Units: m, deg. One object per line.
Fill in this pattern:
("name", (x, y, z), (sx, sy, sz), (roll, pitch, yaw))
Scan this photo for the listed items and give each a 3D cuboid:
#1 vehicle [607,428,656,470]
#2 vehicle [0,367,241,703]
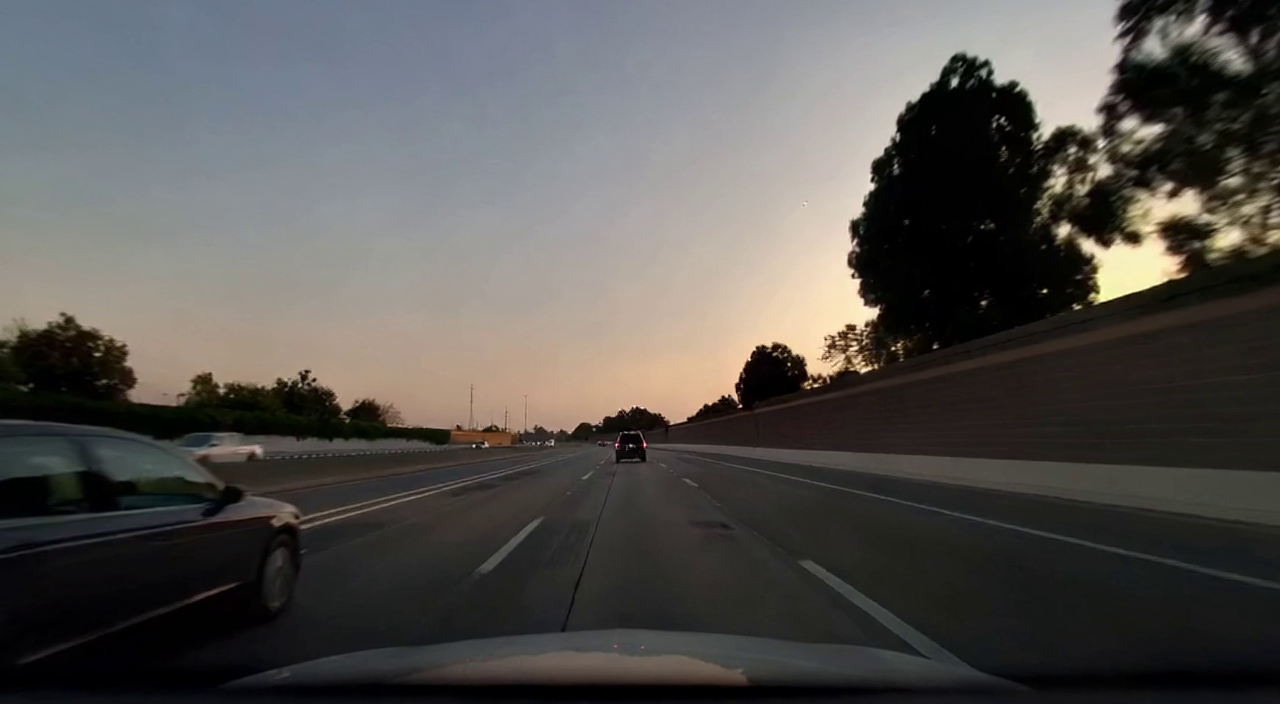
("vehicle", (-0.501, 5.001, 32.658), (2.382, 1.973, 4.439), (0, -8, -2))
("vehicle", (-3.428, 0.758, 1.582), (2.039, 1.602, 4.317), (0, -8, -1))
